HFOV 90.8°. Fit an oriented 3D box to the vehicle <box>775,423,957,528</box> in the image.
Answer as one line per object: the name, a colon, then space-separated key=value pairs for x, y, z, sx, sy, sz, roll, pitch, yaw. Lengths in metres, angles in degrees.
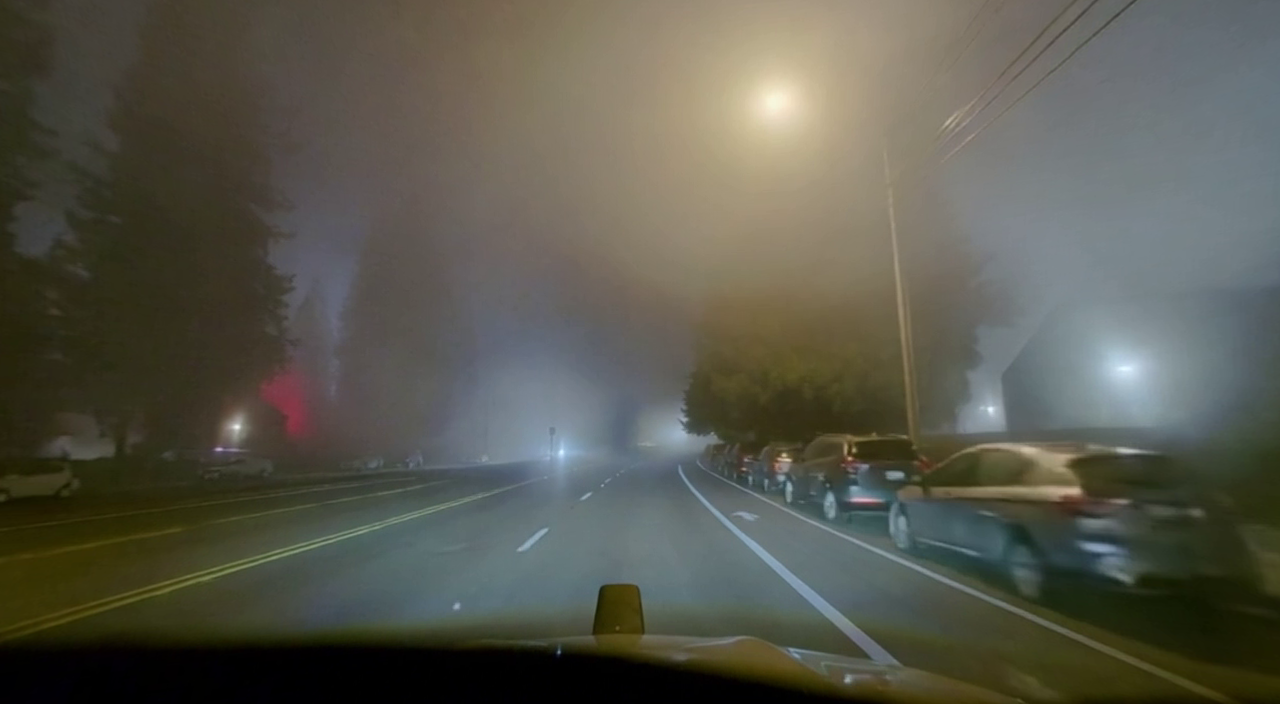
vehicle: x=4.286 y=2.412 z=12.884 sx=1.978 sy=1.744 sz=4.332 roll=0 pitch=-9 yaw=-2

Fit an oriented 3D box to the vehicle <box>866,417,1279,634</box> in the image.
vehicle: x=4.233 y=1.602 z=6.896 sx=1.794 sy=1.560 sz=4.429 roll=0 pitch=-9 yaw=-1

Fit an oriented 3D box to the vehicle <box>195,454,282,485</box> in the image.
vehicle: x=-23.313 y=6.815 z=36.913 sx=1.950 sy=1.466 sz=4.728 roll=-2 pitch=-7 yaw=1

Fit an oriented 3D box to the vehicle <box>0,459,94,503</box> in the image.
vehicle: x=-23.636 y=4.807 z=23.780 sx=1.915 sy=1.492 sz=4.565 roll=-1 pitch=-9 yaw=3
